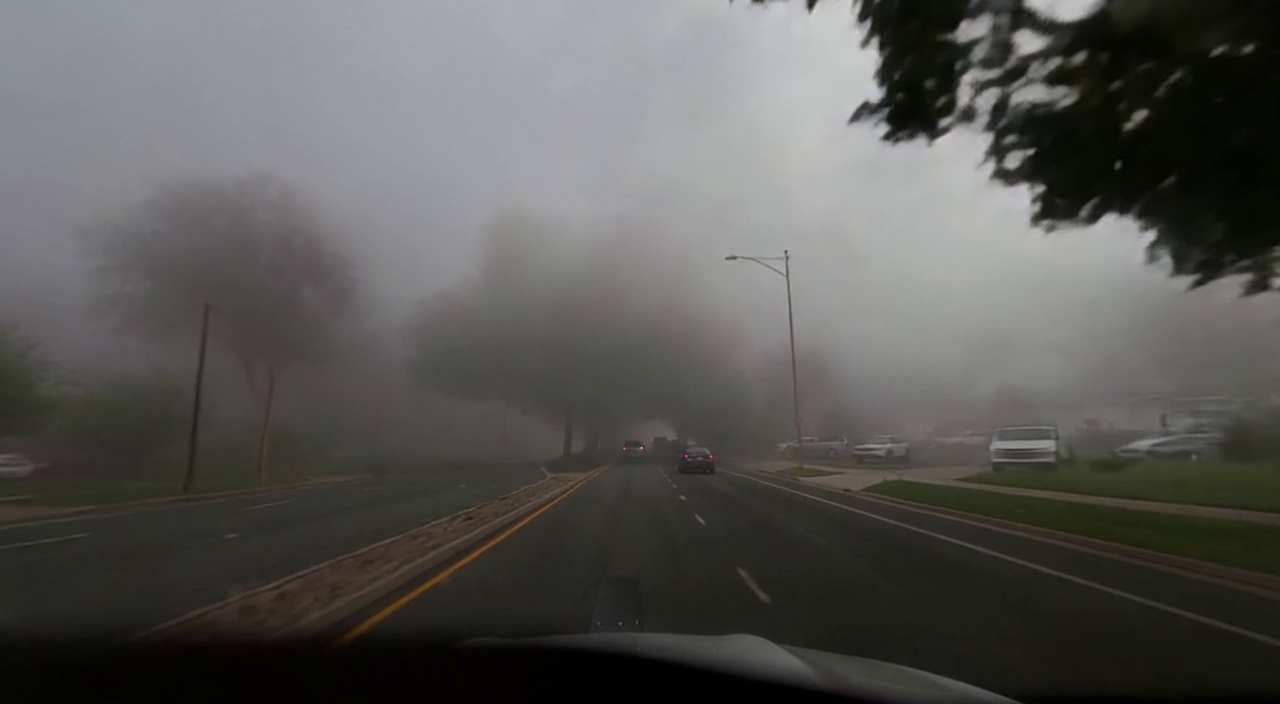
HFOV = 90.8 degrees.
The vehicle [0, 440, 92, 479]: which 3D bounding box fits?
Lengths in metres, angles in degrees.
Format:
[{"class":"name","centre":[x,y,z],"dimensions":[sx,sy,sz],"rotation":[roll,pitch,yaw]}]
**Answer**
[{"class":"vehicle","centre":[-33.489,5.690,33.702],"dimensions":[5.899,1.996,2.367],"rotation":[5,-10,-29]}]

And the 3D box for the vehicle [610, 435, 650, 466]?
[{"class":"vehicle","centre":[-0.656,6.570,42.192],"dimensions":[2.488,1.881,4.814],"rotation":[0,-8,-1]}]

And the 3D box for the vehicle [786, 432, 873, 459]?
[{"class":"vehicle","centre":[11.282,5.605,37.836],"dimensions":[4.557,1.509,1.971],"rotation":[-8,-12,44]}]

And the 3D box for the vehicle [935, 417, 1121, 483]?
[{"class":"vehicle","centre":[11.191,2.869,18.464],"dimensions":[2.047,1.682,4.074],"rotation":[8,-12,-40]}]

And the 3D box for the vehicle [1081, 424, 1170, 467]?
[{"class":"vehicle","centre":[18.910,3.619,24.499],"dimensions":[1.997,1.465,5.075],"rotation":[-8,-12,44]}]

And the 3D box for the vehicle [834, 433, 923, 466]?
[{"class":"vehicle","centre":[11.343,4.643,30.183],"dimensions":[1.799,1.431,3.486],"rotation":[8,-12,-44]}]

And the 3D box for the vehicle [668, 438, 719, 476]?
[{"class":"vehicle","centre":[2.425,4.886,29.630],"dimensions":[2.003,1.614,4.072],"rotation":[0,-8,-1]}]

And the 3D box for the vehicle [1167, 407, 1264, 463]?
[{"class":"vehicle","centre":[18.740,2.743,20.494],"dimensions":[1.996,1.607,4.492],"rotation":[-8,-12,44]}]
